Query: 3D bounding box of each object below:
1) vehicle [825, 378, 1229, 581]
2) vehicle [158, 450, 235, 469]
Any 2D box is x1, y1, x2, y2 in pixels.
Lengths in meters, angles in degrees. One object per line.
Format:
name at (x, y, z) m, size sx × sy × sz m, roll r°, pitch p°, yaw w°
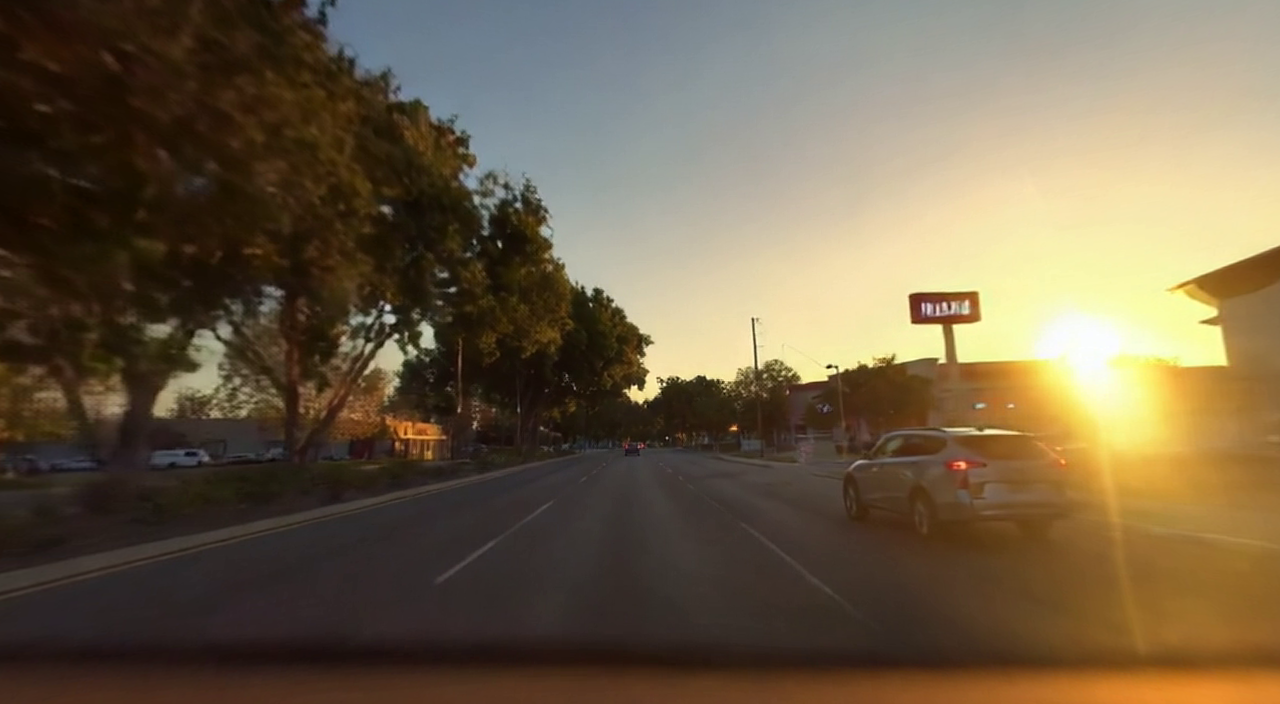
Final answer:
vehicle at (4.533, 1.603, 8.765) m, size 2.185 × 1.956 × 5.128 m, roll 0°, pitch -8°, yaw -2°
vehicle at (-33.261, 8.055, 47.439) m, size 4.463 × 1.411 × 1.779 m, roll 0°, pitch -8°, yaw 2°
